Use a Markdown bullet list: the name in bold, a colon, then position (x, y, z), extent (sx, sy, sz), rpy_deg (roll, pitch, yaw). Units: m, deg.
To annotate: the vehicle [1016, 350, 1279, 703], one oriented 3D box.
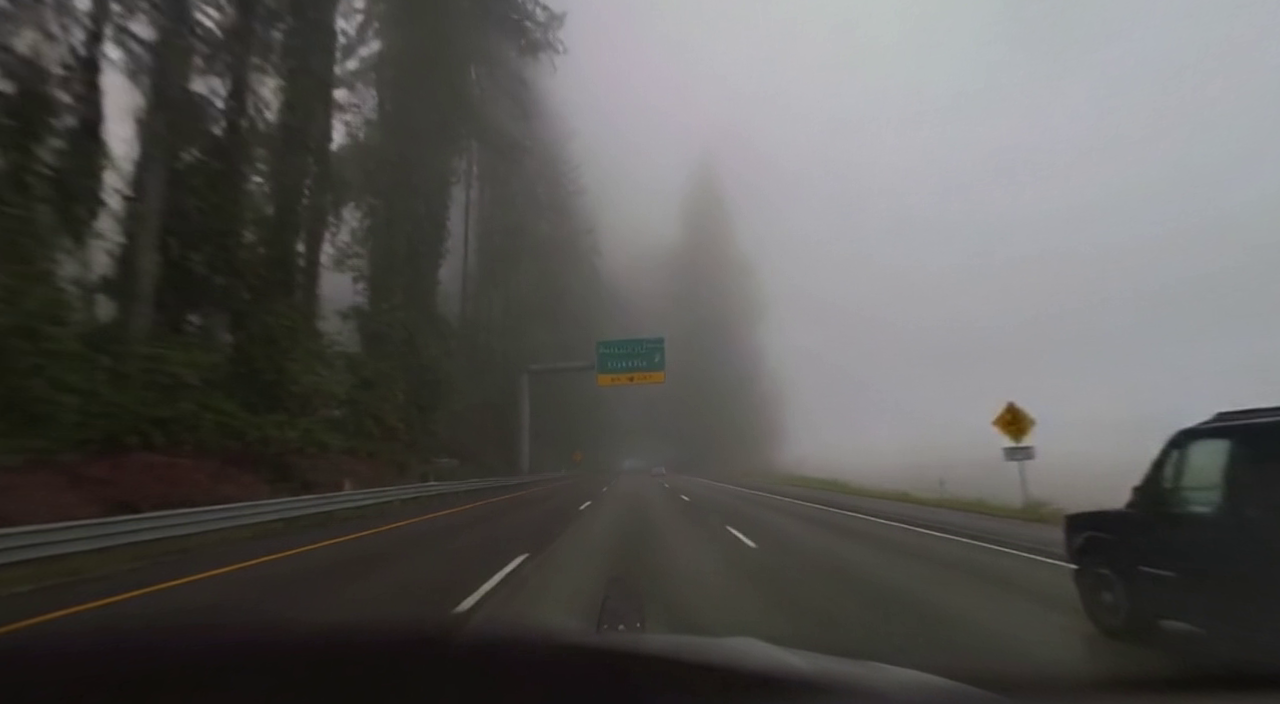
- **vehicle**: position (4.375, 0.814, 2.558), extent (2.254, 1.832, 5.514), rpy_deg (1, -11, 0)
